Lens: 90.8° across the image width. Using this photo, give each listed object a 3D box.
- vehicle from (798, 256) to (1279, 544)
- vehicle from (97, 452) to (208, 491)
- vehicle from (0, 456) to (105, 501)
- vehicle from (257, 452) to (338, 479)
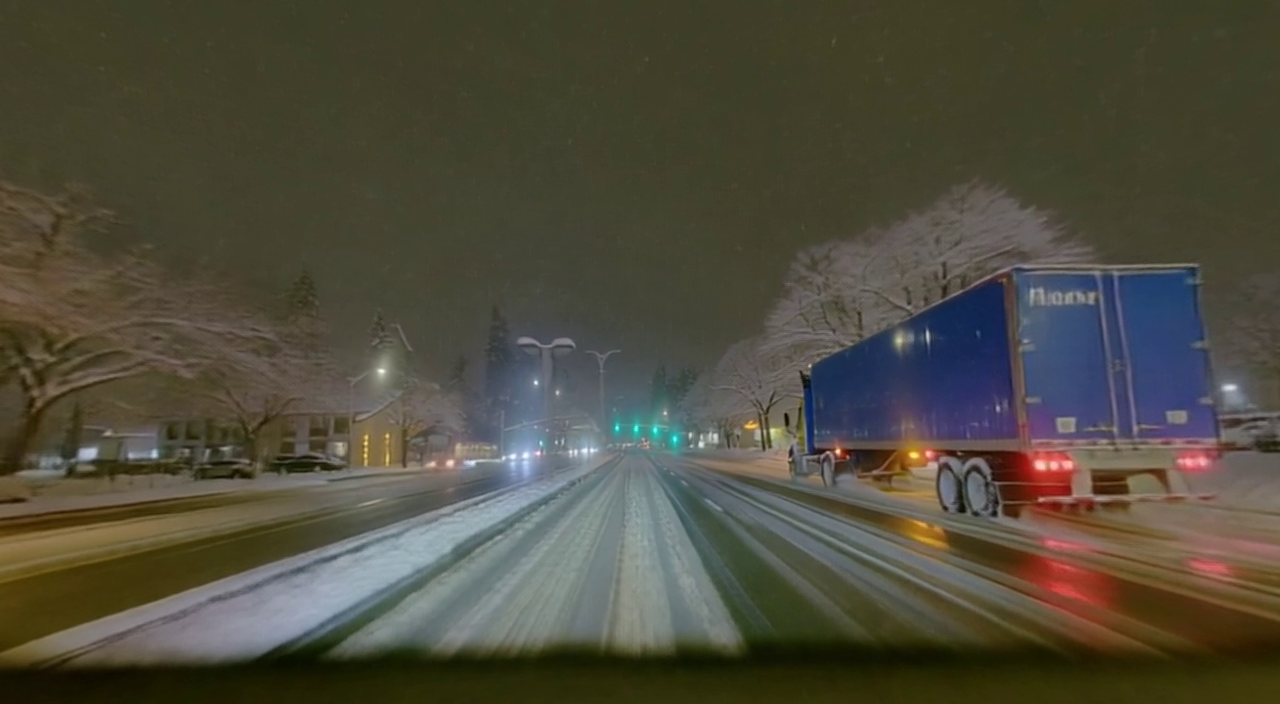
[{"bbox_3d":[6.659,1.415,14.049,3.120,3.794,11.510,0,-9,-1],"label":"vehicle"},{"bbox_3d":[-26.112,6.434,34.164,2.090,1.772,5.499,-3,-10,-5],"label":"vehicle"},{"bbox_3d":[-27.970,5.743,29.077,2.037,1.764,5.556,0,-9,-4],"label":"vehicle"},{"bbox_3d":[-25.446,8.404,47.038,4.900,1.808,2.103,7,-11,-39],"label":"vehicle"}]
